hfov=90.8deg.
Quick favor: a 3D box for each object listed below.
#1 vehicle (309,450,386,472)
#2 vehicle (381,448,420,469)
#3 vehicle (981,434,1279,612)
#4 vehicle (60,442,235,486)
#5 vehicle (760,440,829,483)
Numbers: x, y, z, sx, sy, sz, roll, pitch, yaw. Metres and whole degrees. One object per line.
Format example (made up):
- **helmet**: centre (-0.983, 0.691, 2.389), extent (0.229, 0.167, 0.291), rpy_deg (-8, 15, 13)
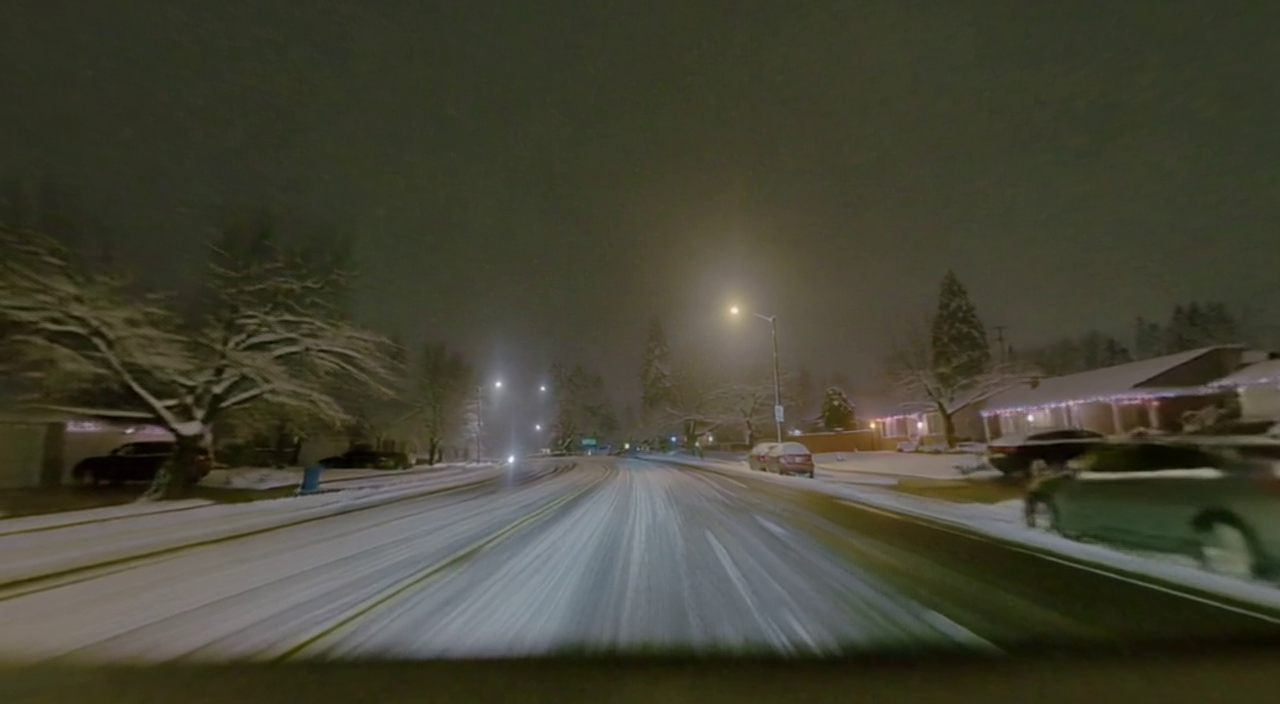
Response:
- **vehicle**: centre (-20.099, 7.481, 43.560), extent (4.367, 1.466, 1.980), rpy_deg (0, -9, -3)
- **vehicle**: centre (-18.732, 8.337, 49.600), extent (1.998, 1.492, 4.660), rpy_deg (1, -9, -11)
- **vehicle**: centre (6.463, 1.761, 7.395), extent (2.042, 1.511, 5.029), rpy_deg (0, -9, -1)
- **vehicle**: centre (-21.141, 4.804, 27.340), extent (5.659, 1.769, 2.073), rpy_deg (0, -9, -3)
- **vehicle**: centre (6.761, 4.841, 28.194), extent (1.996, 1.745, 4.556), rpy_deg (0, -9, 1)
